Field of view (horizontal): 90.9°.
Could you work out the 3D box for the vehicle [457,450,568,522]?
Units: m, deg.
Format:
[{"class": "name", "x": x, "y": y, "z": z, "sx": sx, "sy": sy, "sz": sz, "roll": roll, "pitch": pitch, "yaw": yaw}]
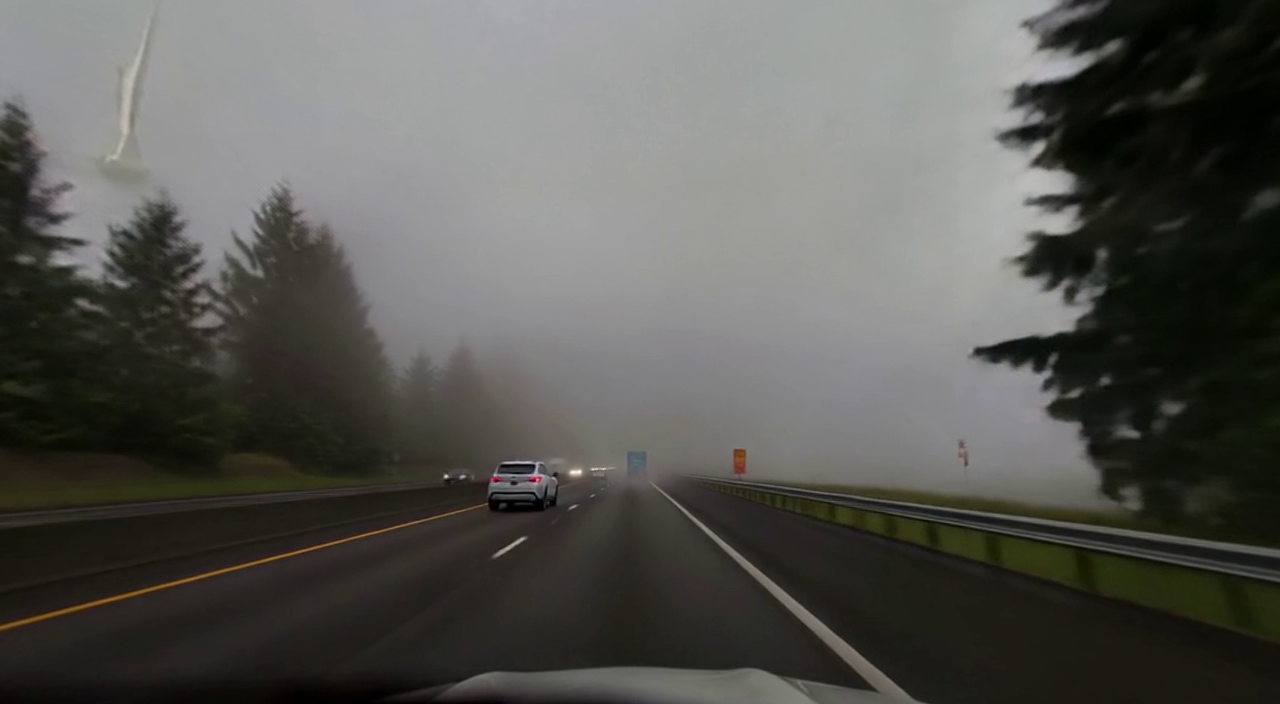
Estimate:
[{"class": "vehicle", "x": -3.404, "y": 3.711, "z": 17.775, "sx": 2.124, "sy": 1.705, "sz": 4.440, "roll": 1, "pitch": -11, "yaw": 1}]
